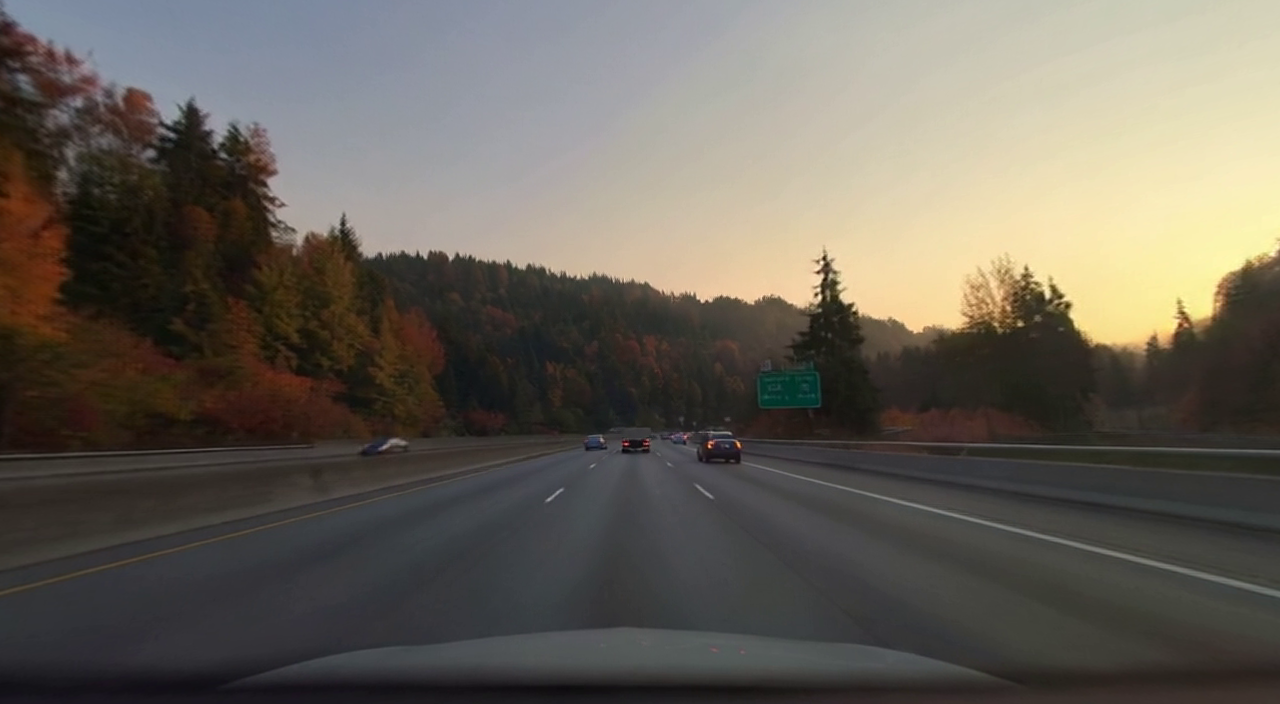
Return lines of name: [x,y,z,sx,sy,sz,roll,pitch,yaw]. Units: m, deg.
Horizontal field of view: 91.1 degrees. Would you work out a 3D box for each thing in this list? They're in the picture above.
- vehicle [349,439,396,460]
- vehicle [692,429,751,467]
vehicle: [-20.730,7.572,48.892,1.834,1.514,4.187,0,-8,0]
vehicle: [3.423,4.124,27.152,1.882,1.492,3.958,0,-8,-2]
